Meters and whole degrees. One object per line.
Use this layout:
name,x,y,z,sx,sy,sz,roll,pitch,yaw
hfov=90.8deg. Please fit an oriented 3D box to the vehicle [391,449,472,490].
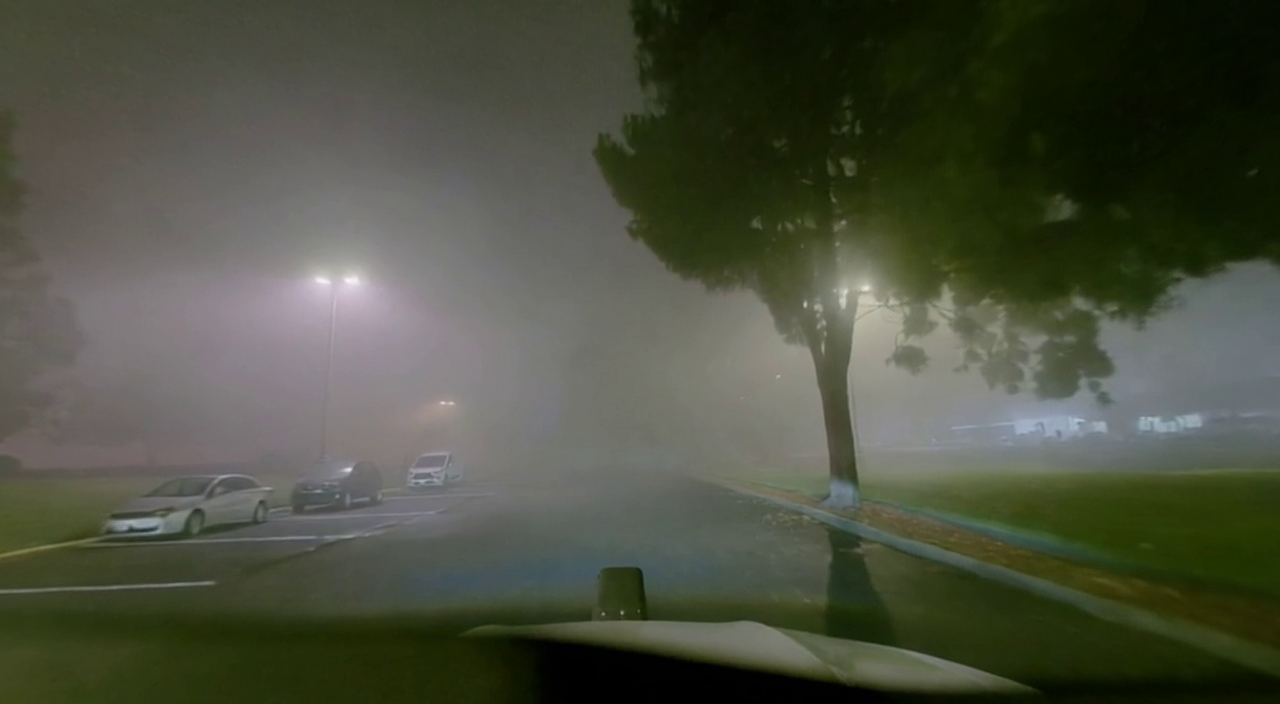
vehicle,-9.859,5.567,30.406,2.360,1.741,4.912,0,-8,-2

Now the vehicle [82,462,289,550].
vehicle,-9.604,3.221,13.751,1.938,1.191,3.630,-7,-6,-2

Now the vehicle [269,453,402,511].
vehicle,-9.425,4.030,20.026,2.038,1.525,4.383,0,-8,0
